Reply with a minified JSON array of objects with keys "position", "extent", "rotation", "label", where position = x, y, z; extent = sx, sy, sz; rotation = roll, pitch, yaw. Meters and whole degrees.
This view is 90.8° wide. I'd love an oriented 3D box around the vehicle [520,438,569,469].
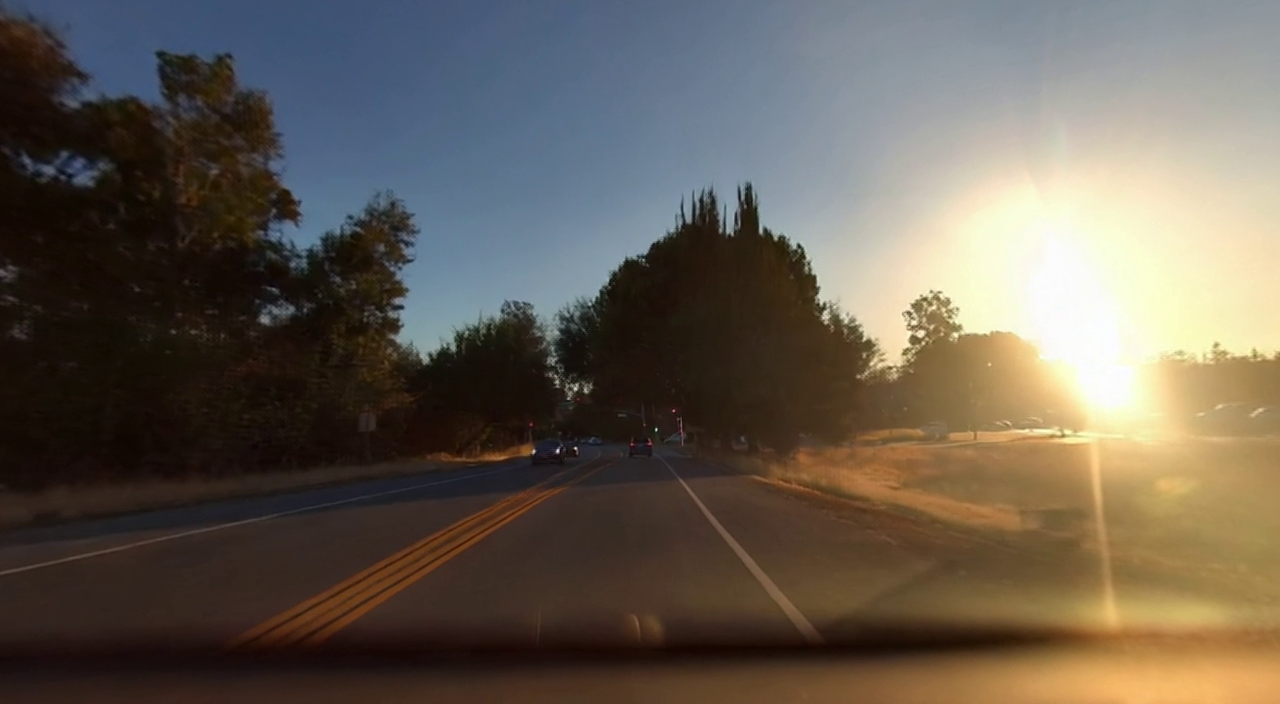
[{"position":[-5.703,6.129,38.405],"extent":[2.347,1.720,4.687],"rotation":[-1,-8,-1],"label":"vehicle"}]
